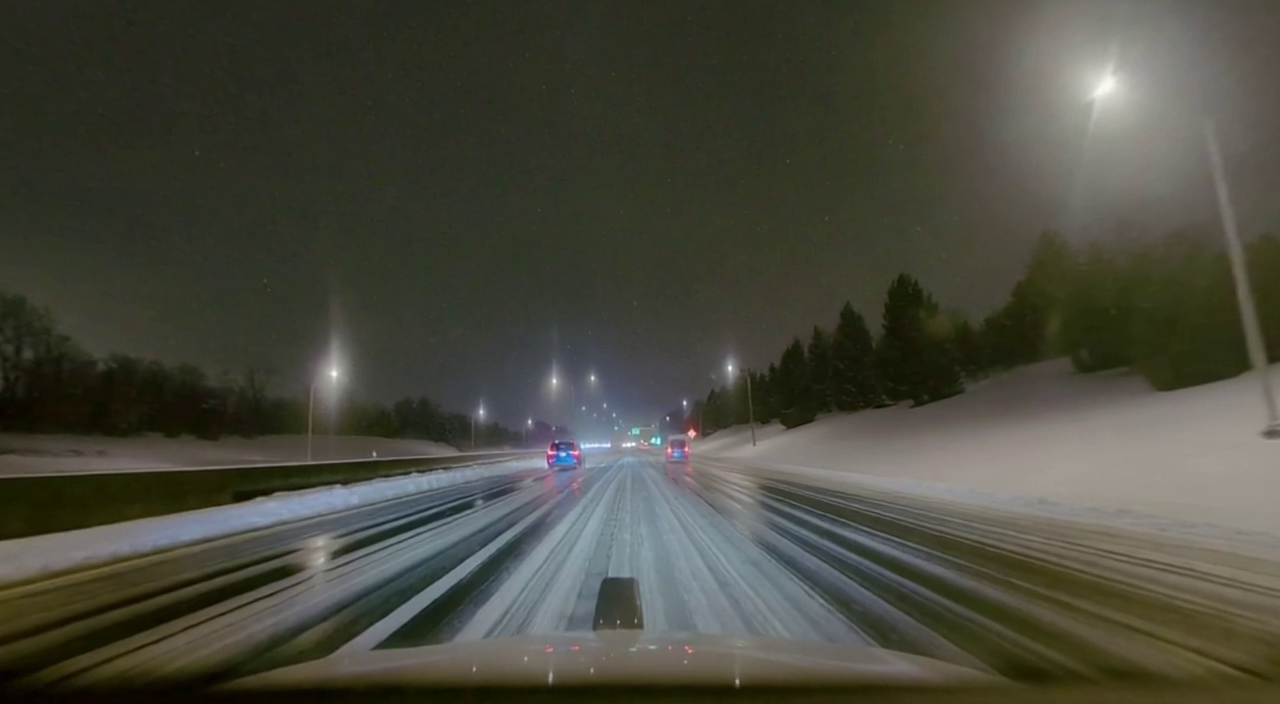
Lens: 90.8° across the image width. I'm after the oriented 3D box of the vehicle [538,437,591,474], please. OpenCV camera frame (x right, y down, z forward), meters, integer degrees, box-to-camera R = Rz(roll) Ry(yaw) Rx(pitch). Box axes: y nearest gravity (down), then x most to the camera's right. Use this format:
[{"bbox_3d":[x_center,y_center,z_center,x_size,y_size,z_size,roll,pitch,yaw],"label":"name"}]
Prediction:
[{"bbox_3d":[-3.972,5.536,34.007,2.205,1.773,5.124,0,-9,0],"label":"vehicle"}]
